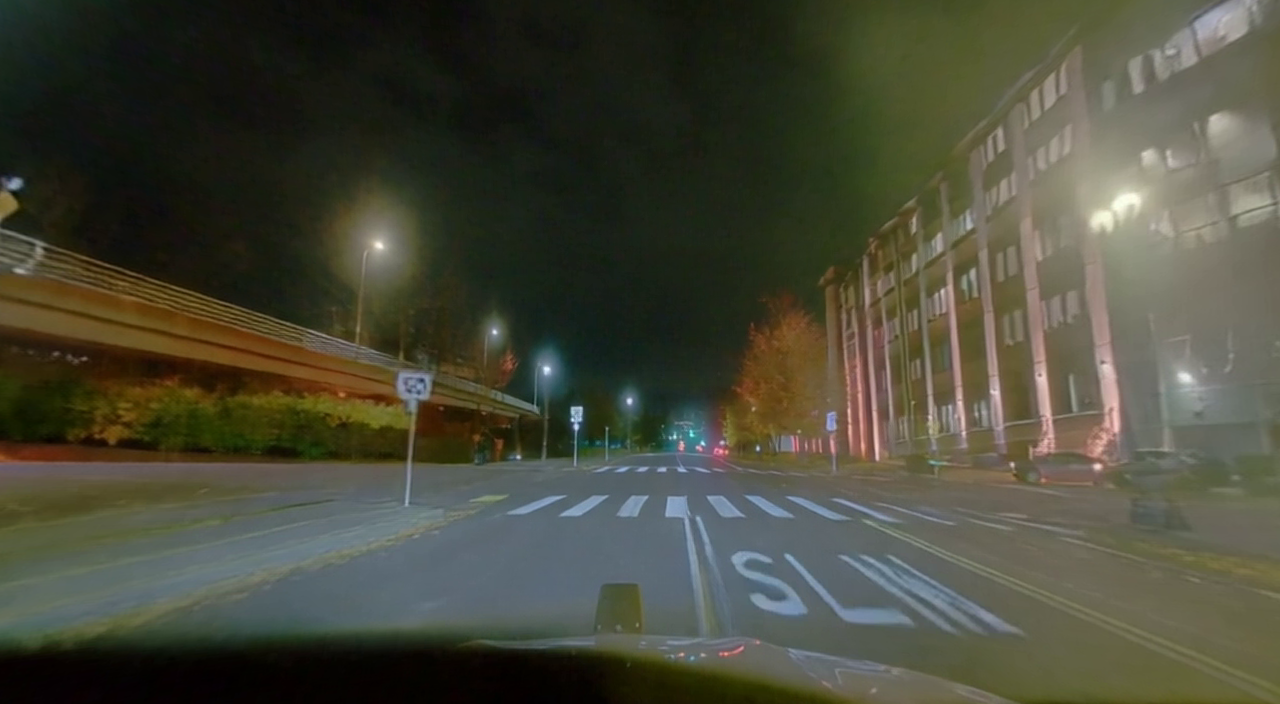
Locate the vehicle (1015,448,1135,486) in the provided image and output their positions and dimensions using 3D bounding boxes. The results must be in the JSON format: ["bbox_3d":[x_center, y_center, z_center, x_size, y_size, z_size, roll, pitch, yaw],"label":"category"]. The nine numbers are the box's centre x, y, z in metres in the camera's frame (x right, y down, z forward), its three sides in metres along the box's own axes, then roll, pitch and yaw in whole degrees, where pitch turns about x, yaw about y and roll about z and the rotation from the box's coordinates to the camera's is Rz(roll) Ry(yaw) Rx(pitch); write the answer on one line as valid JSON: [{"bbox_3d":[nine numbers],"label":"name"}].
[{"bbox_3d":[21.161,5.537,30.771,2.066,1.654,4.269,7,-10,-36],"label":"vehicle"}]

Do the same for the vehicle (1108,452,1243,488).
[{"bbox_3d":[25.116,5.487,29.674,1.842,1.508,4.412,7,-10,-36],"label":"vehicle"}]
